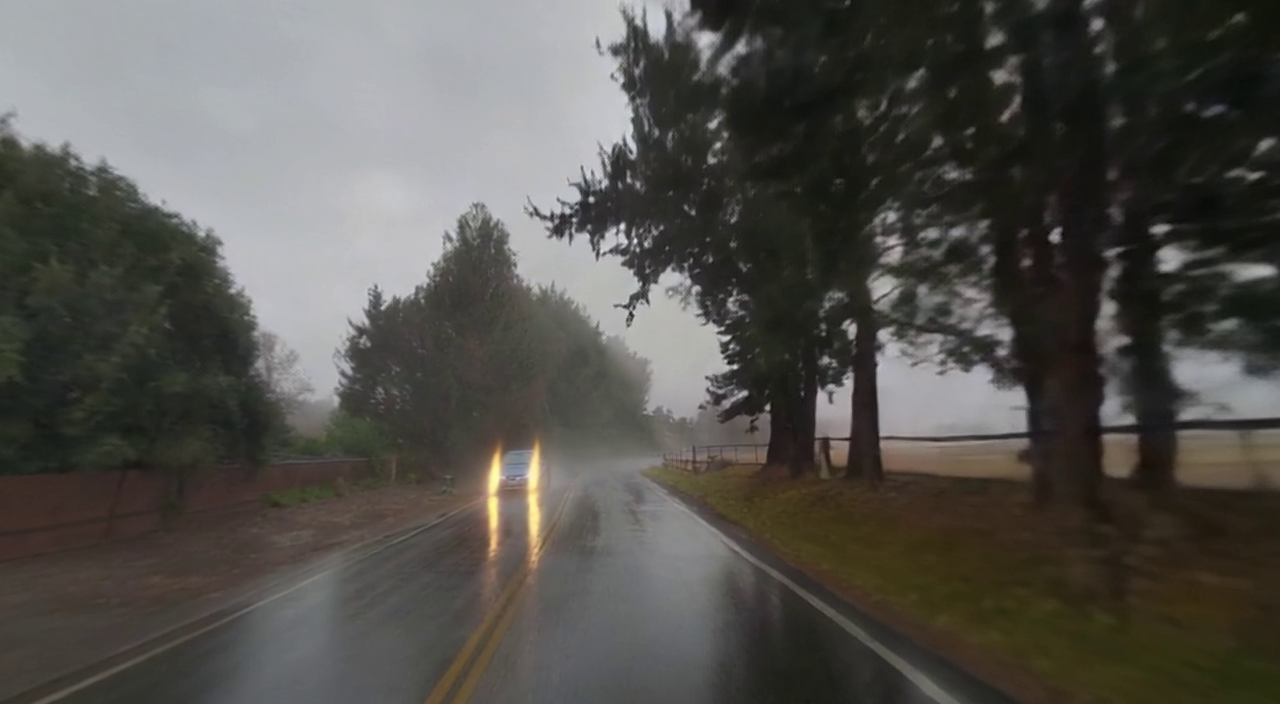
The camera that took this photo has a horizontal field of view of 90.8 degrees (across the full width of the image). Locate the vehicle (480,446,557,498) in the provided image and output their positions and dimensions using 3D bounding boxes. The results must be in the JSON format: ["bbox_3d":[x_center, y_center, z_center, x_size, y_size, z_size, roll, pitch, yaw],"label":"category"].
[{"bbox_3d":[-3.983,3.975,21.237,1.987,1.521,3.649,-1,-9,-2],"label":"vehicle"}]
